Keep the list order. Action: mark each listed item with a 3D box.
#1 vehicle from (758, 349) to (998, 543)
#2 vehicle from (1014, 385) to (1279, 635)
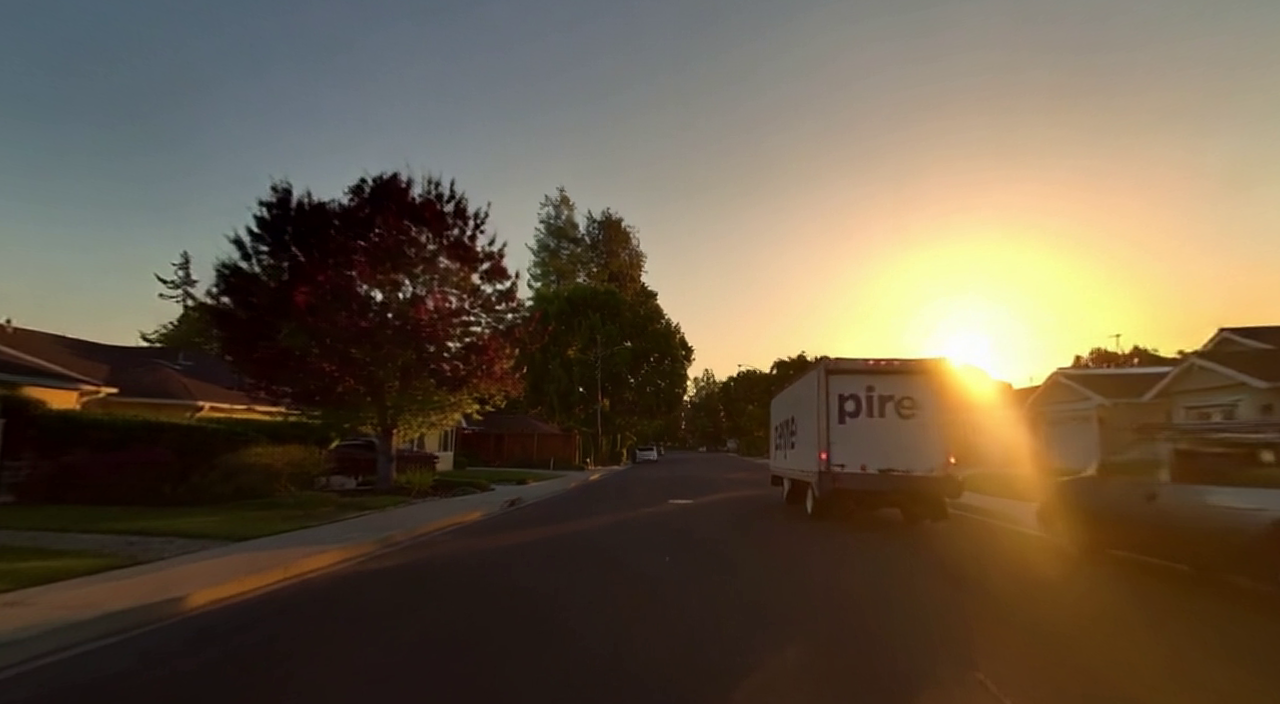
[{"bbox_3d":[4.425,2.041,13.750,2.924,3.018,7.600,-1,-9,6],"label":"vehicle"},{"bbox_3d":[6.164,1.416,6.166,2.410,1.902,4.277,0,-9,2],"label":"vehicle"}]
